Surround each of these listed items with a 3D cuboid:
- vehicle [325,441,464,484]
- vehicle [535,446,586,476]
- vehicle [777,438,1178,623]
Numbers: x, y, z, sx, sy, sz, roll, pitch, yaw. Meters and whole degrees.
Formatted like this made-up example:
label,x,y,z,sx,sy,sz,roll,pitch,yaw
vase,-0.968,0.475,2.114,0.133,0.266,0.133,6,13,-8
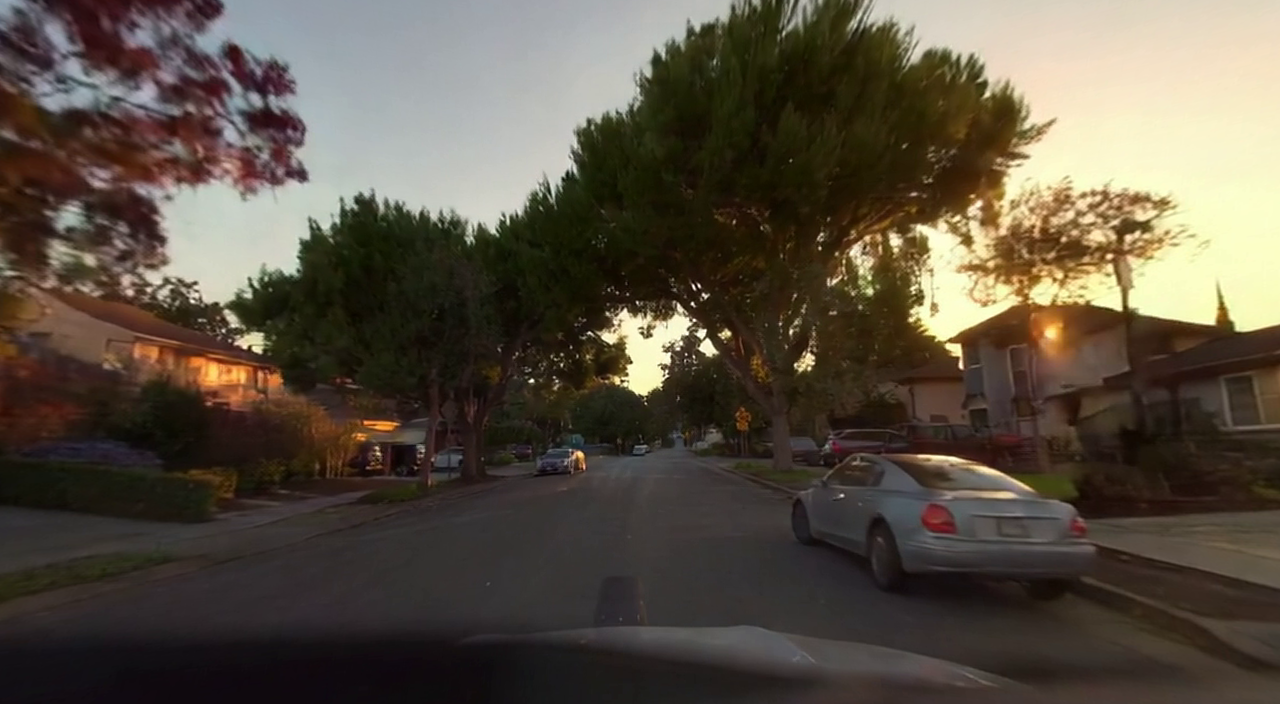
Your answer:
label,x,y,z,sx,sy,sz,roll,pitch,yaw
vehicle,-10.154,4.595,26.409,4.933,1.547,2.125,-2,-8,1
vehicle,-4.201,5.829,34.087,1.987,1.459,4.473,-1,-8,2
vehicle,3.107,1.710,7.136,2.043,1.411,4.331,0,-8,-2
